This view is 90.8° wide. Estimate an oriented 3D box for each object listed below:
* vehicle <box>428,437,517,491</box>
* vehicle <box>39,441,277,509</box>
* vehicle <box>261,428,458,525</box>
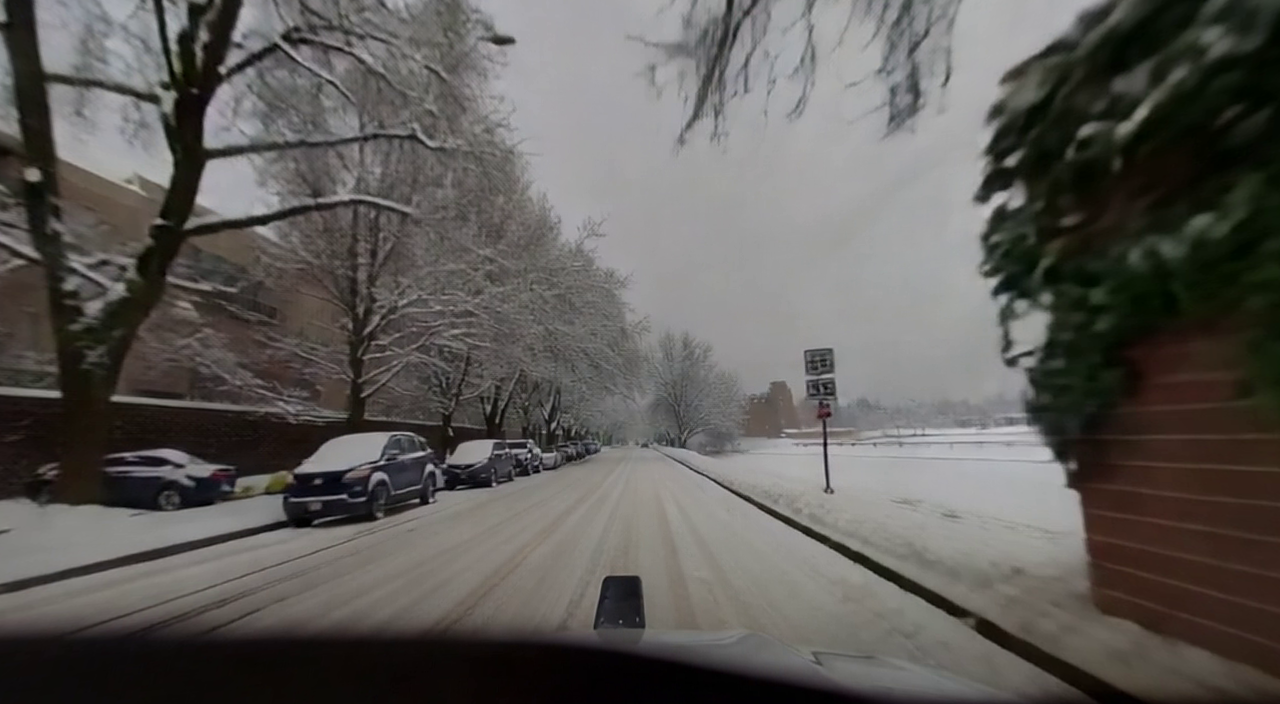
[{"bbox_3d":[-6.295,4.212,24.388,2.009,1.820,4.821,1,-8,1],"label":"vehicle"},{"bbox_3d":[-13.316,3.393,17.724,4.991,1.692,1.960,1,-8,0],"label":"vehicle"},{"bbox_3d":[-6.202,2.764,14.975,2.109,1.847,5.553,0,-7,0],"label":"vehicle"}]
